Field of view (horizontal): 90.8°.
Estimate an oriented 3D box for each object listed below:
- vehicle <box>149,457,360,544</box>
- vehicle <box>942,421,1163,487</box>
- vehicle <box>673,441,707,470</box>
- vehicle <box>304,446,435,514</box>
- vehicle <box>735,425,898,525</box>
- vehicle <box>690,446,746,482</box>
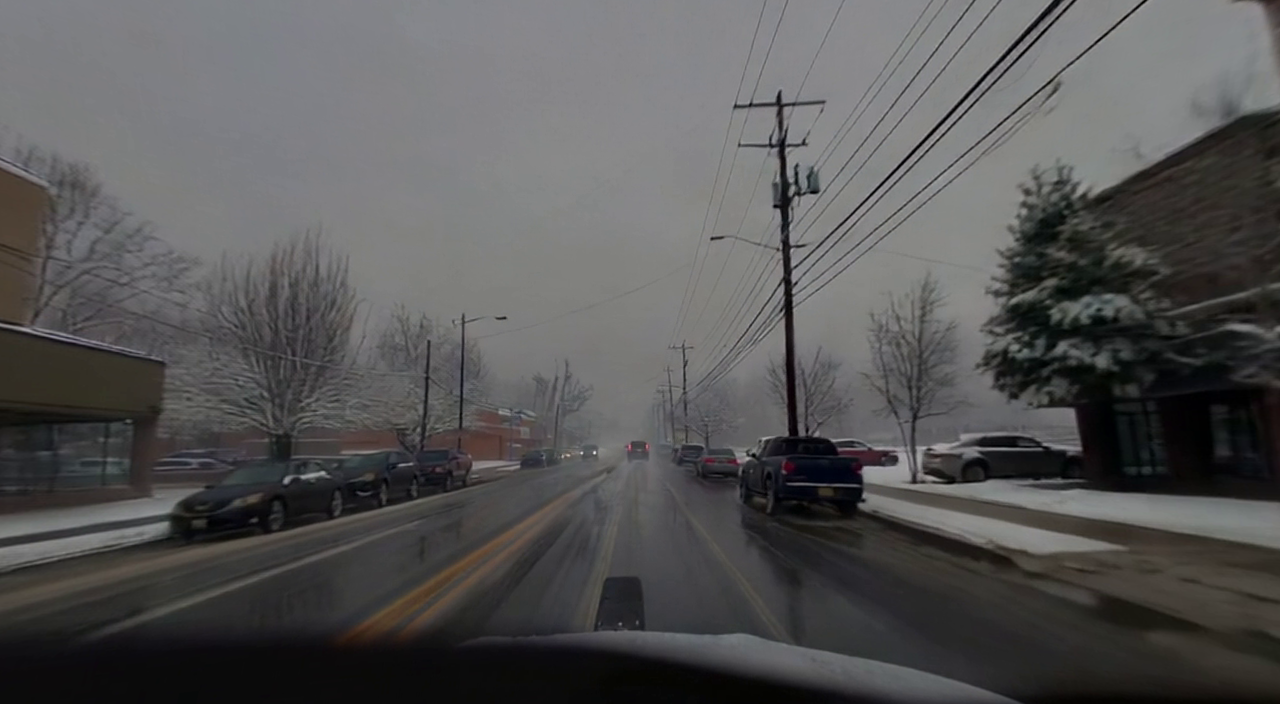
[{"bbox_3d":[-8.648,3.321,14.862,2.022,1.501,4.860,0,-7,-1],"label":"vehicle"},{"bbox_3d":[11.282,2.830,17.586,4.711,1.587,1.909,-2,-8,3],"label":"vehicle"},{"bbox_3d":[3.336,7.098,43.276,2.025,1.843,4.883,-1,-10,1],"label":"vehicle"},{"bbox_3d":[-8.500,4.006,20.422,2.045,1.820,4.858,0,-7,0],"label":"vehicle"},{"bbox_3d":[3.520,2.566,13.730,2.088,1.765,4.704,0,-9,-1],"label":"vehicle"},{"bbox_3d":[3.464,5.039,28.739,1.866,1.439,4.482,0,-9,-1],"label":"vehicle"}]
